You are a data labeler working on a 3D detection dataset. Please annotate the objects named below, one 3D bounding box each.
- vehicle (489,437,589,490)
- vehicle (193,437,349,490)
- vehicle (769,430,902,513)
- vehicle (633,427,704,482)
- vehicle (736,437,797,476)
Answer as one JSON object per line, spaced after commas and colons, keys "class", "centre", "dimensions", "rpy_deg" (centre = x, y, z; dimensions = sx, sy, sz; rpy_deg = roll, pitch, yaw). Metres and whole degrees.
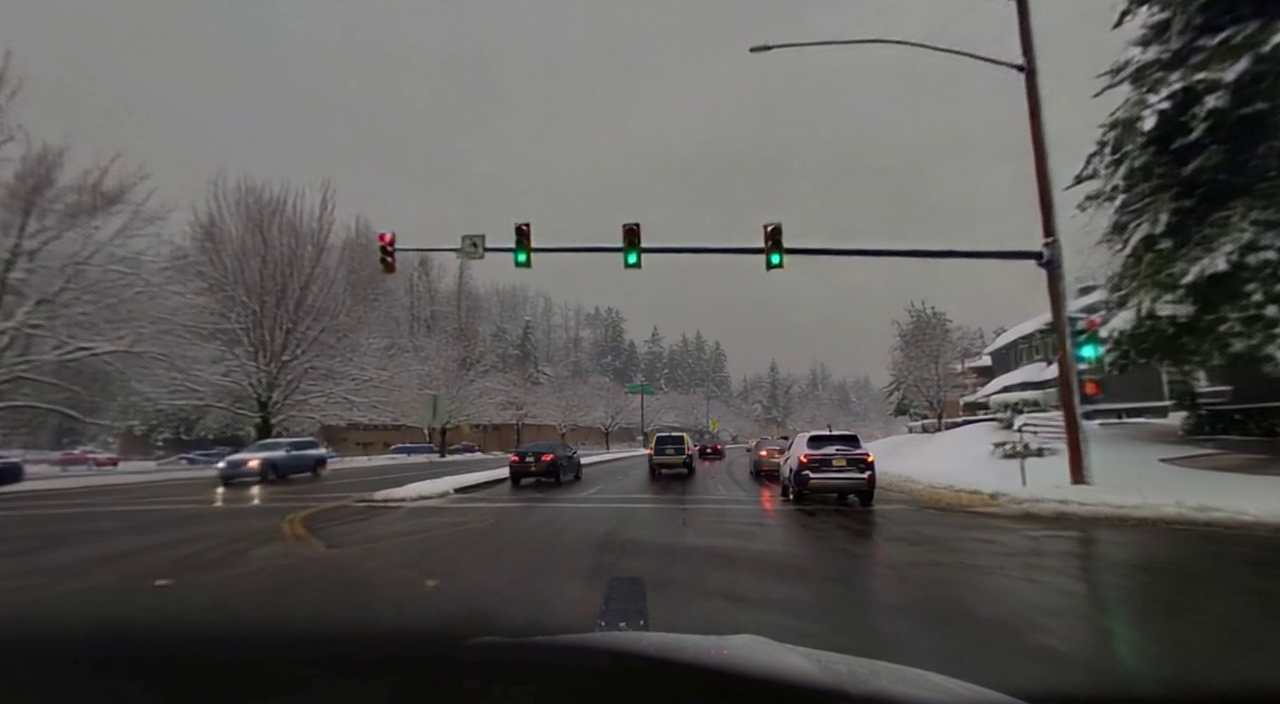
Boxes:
{"class": "vehicle", "centre": [-3.003, 3.459, 19.922], "dimensions": [2.006, 1.464, 4.586], "rpy_deg": [-1, -9, 5]}
{"class": "vehicle", "centre": [-11.767, 3.581, 20.572], "dimensions": [2.009, 1.527, 4.534], "rpy_deg": [-1, -9, 6]}
{"class": "vehicle", "centre": [4.039, 2.516, 13.654], "dimensions": [1.859, 1.540, 3.454], "rpy_deg": [-1, -9, 2]}
{"class": "vehicle", "centre": [1.146, 3.714, 23.008], "dimensions": [2.250, 1.768, 4.574], "rpy_deg": [-1, -9, 6]}
{"class": "vehicle", "centre": [5.239, 4.402, 26.683], "dimensions": [2.117, 1.472, 4.158], "rpy_deg": [-1, -9, 6]}
